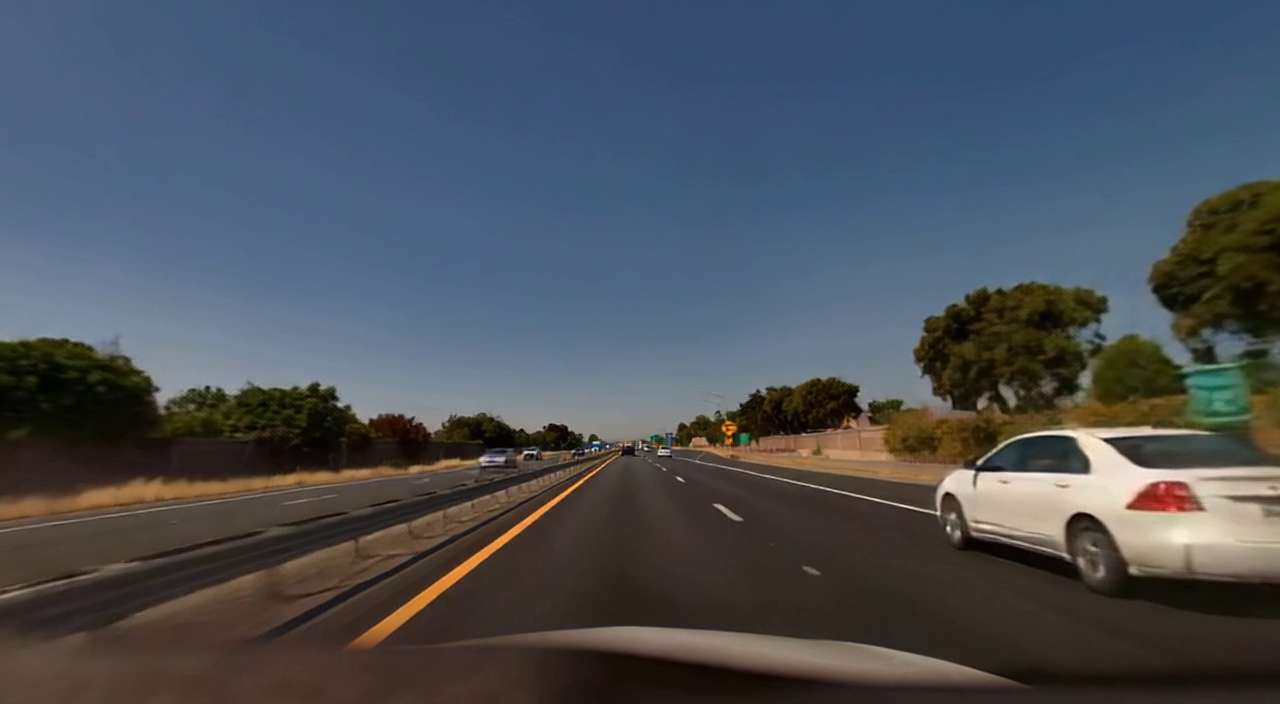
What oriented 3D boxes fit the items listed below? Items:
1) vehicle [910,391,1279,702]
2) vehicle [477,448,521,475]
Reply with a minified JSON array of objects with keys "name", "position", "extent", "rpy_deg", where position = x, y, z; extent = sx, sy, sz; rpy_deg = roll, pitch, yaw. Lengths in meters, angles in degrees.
[{"name":"vehicle","position":[4.120,1.277,5.238],"extent":[2.001,1.555,4.098],"rpy_deg":[-1,-9,2]},{"name":"vehicle","position":[-8.840,6.885,39.655],"extent":[1.932,1.559,4.173],"rpy_deg":[0,-9,-1]}]
